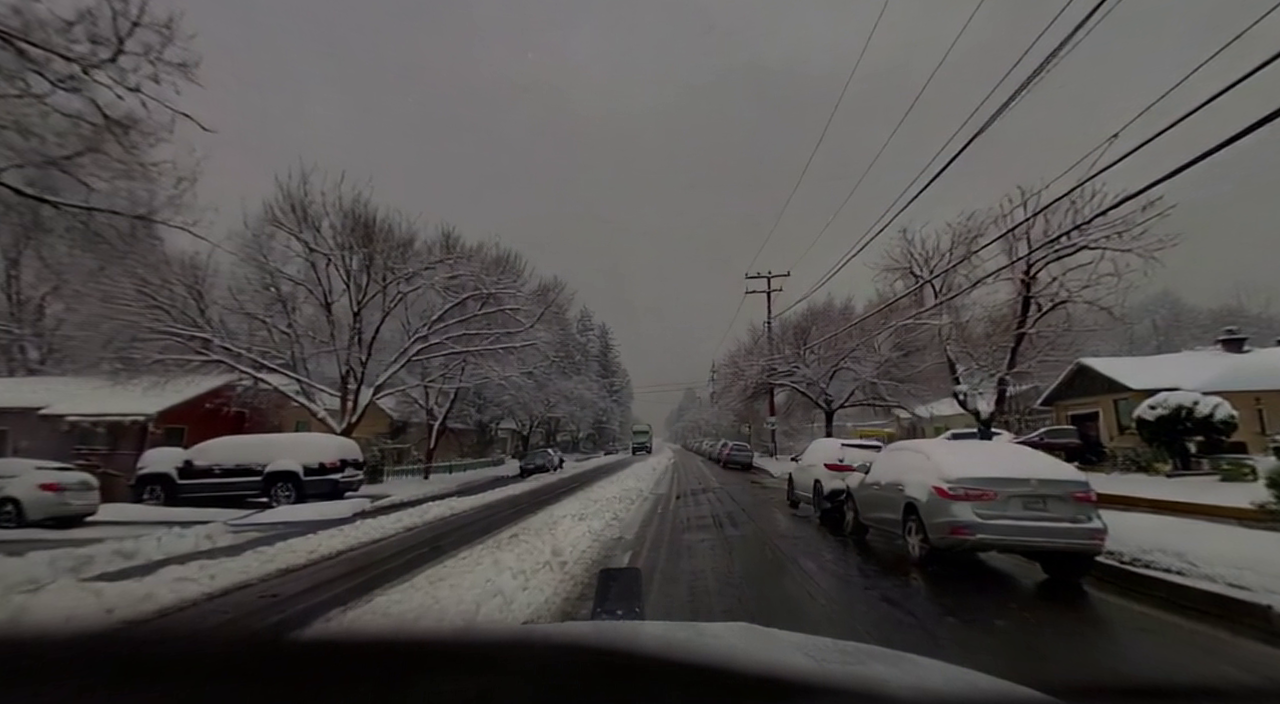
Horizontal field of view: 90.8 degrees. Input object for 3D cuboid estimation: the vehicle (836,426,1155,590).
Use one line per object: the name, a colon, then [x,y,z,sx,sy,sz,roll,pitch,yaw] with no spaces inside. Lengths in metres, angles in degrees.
vehicle: [3.810,1.689,7.679,1.845,1.453,3.792,0,-8,4]

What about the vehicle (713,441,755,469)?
vehicle: [5.081,5.600,34.637,1.743,1.440,3.732,0,-8,1]

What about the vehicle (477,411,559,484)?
vehicle: [-5.284,4.274,28.356,2.199,2.902,5.848,0,-8,3]

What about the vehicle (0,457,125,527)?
vehicle: [-14.490,3.060,14.049,4.481,1.420,1.712,0,-8,-1]

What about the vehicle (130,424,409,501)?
vehicle: [-10.306,3.101,18.012,6.488,2.009,2.354,0,-8,3]
